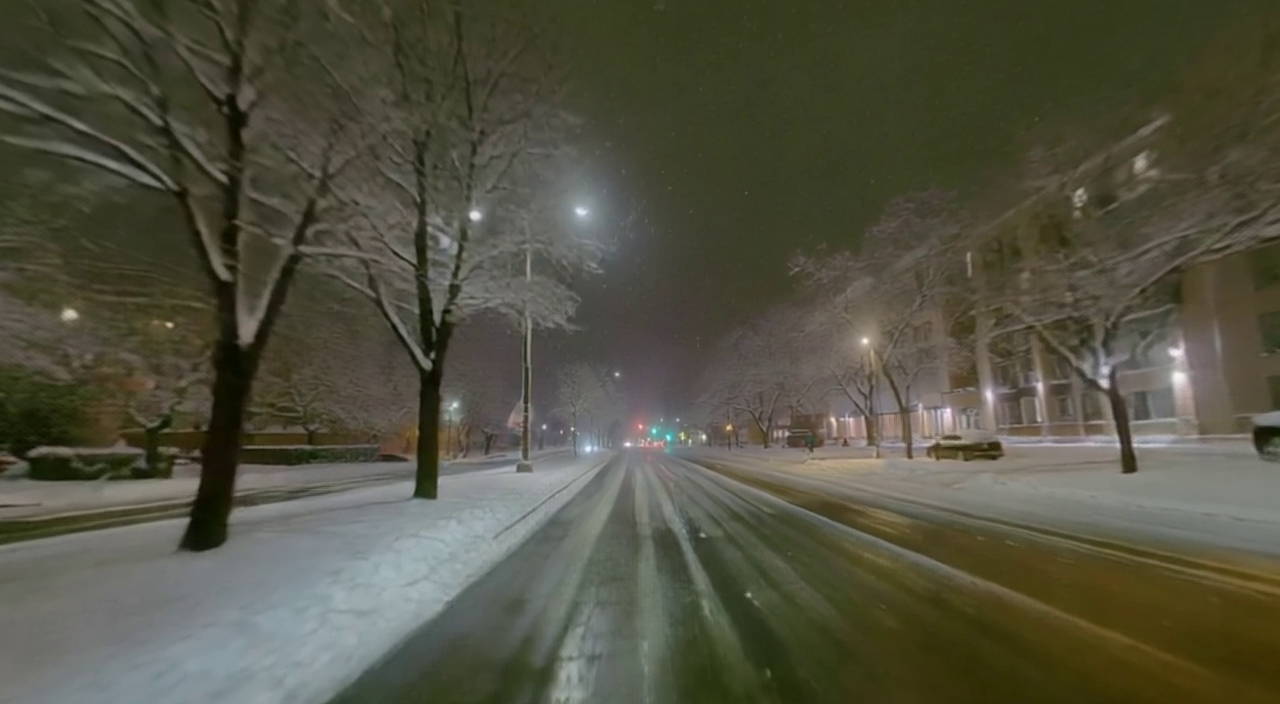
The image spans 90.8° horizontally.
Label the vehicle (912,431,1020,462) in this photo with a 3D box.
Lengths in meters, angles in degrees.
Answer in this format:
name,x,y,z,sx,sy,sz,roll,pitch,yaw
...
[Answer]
name,x,y,z,sx,sy,sz,roll,pitch,yaw
vehicle,16.921,4.921,32.934,4.505,1.498,2.068,0,-8,-3
